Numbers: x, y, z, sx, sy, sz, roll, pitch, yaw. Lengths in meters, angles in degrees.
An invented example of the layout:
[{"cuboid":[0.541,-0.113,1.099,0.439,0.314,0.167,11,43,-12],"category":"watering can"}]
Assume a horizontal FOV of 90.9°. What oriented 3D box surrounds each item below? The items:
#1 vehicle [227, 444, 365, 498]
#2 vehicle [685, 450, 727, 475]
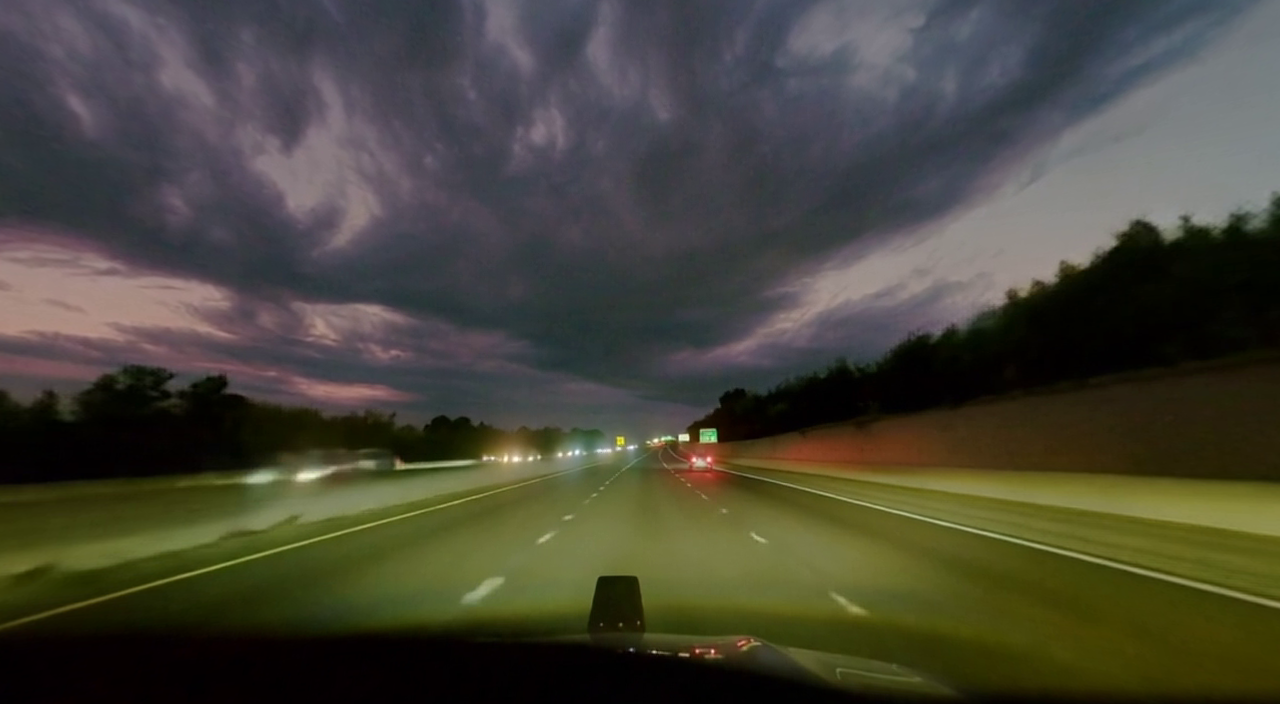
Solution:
[{"cuboid":[-10.626,3.678,19.902,1.883,1.512,4.306,0,-9,0],"category":"vehicle"},{"cuboid":[3.836,6.499,37.338,2.065,1.400,4.028,0,-9,0],"category":"vehicle"}]
